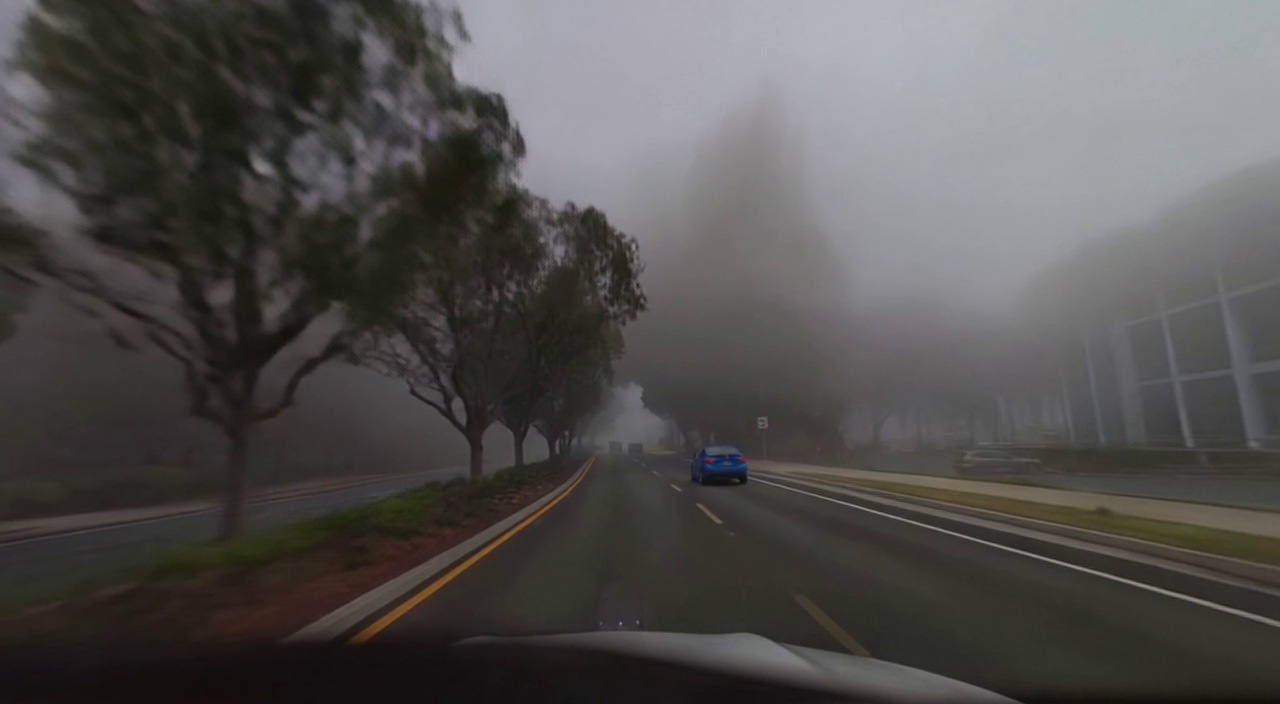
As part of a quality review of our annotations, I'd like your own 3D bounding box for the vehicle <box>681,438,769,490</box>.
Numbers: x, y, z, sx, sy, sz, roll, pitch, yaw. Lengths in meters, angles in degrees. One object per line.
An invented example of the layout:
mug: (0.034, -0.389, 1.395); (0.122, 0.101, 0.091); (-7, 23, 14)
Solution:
vehicle: (2.655, 3.652, 20.948); (2.114, 1.493, 4.430); (0, -9, -2)
